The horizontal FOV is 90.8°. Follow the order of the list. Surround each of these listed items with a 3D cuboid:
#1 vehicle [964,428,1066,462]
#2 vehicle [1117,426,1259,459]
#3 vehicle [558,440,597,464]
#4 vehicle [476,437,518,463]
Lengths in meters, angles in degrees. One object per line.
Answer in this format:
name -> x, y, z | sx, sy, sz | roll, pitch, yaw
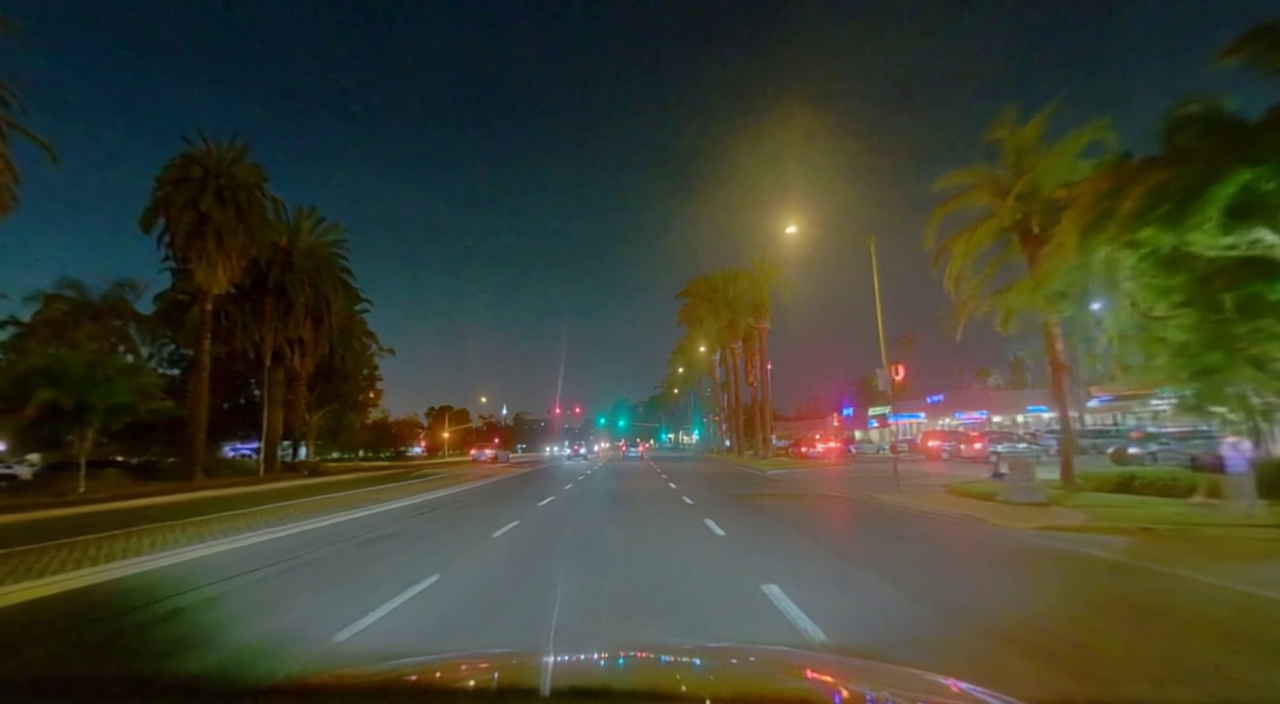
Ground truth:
vehicle -> 20.496, 5.138, 34.775 | 4.548, 1.741, 1.971 | -4, -10, 25
vehicle -> 27.097, 4.541, 31.499 | 4.809, 1.499, 2.130 | -4, -9, 23
vehicle -> -4.043, 6.575, 41.514 | 2.181, 1.483, 4.123 | 0, -9, -1
vehicle -> -10.425, 7.175, 46.344 | 2.022, 1.746, 4.406 | 0, -9, 0
